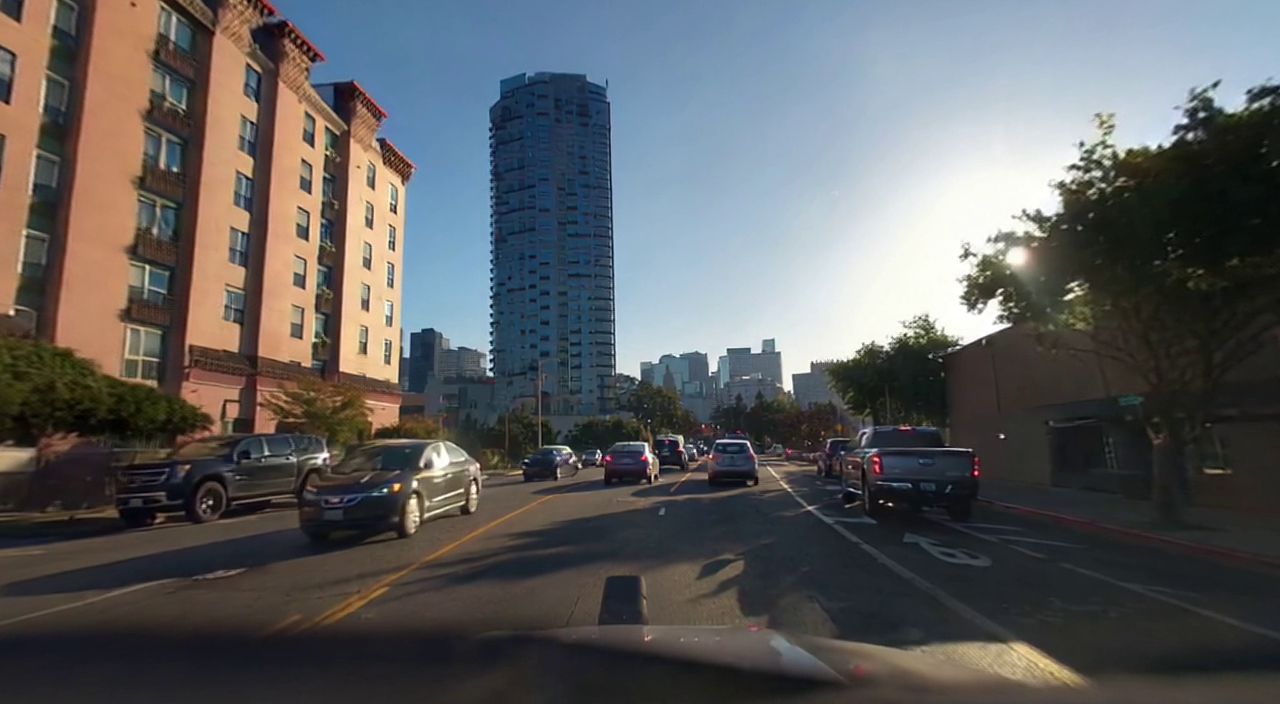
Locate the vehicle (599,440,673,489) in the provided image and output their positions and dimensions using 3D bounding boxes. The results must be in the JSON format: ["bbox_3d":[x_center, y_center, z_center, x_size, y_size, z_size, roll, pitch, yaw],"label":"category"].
[{"bbox_3d":[-0.032,3.676,20.966,2.031,1.461,3.763,-1,-8,6],"label":"vehicle"}]

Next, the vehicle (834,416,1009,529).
[{"bbox_3d":[5.200,2.255,12.424,2.088,1.775,4.454,-2,-9,10],"label":"vehicle"}]

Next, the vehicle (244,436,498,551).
[{"bbox_3d":[-4.062,2.196,10.635,2.028,1.478,4.682,0,-8,3],"label":"vehicle"}]

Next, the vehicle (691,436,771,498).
[{"bbox_3d":[2.623,3.199,17.971,1.982,1.510,4.144,-1,-8,9],"label":"vehicle"}]

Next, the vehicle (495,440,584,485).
[{"bbox_3d":[-3.741,4.215,24.407,2.086,1.565,4.281,-1,-9,10],"label":"vehicle"}]

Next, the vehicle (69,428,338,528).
[{"bbox_3d":[-9.469,2.737,14.425,2.070,1.854,4.985,-1,-8,9],"label":"vehicle"}]
